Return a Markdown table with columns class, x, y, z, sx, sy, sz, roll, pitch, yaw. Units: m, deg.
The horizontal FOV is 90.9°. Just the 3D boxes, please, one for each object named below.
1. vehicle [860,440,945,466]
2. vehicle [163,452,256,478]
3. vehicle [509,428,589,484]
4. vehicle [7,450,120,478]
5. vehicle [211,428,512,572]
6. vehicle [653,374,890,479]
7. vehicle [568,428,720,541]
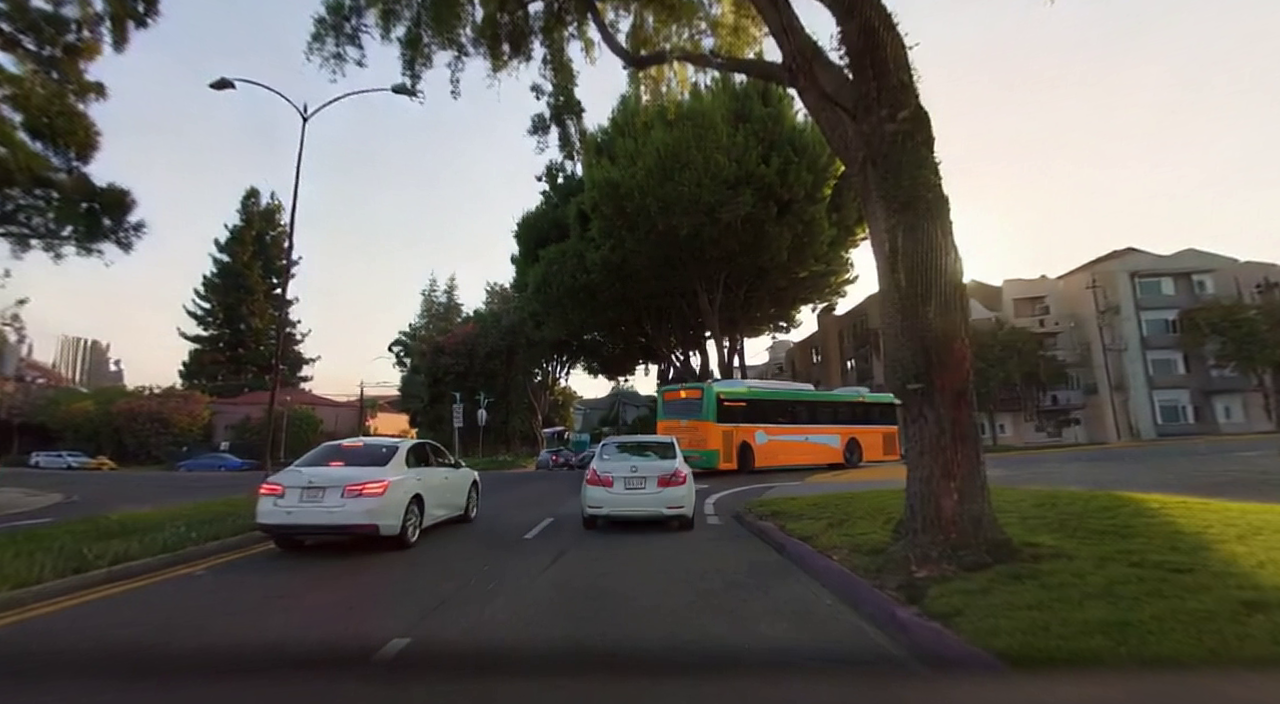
| class | x | y | z | sx | sy | sz | roll | pitch | yaw |
| --- | --- | --- | --- | --- | --- | --- | --- | --- | --- |
| vehicle | 15.630 | 6.020 | 37.577 | 4.422 | 1.457 | 1.882 | -6 | -10 | 29 |
| vehicle | -26.134 | 6.871 | 38.429 | 4.403 | 1.422 | 1.697 | 4 | -9 | -26 |
| vehicle | -3.077 | 3.650 | 22.392 | 2.017 | 1.761 | 4.572 | -1 | -8 | 2 |
| vehicle | -32.136 | 6.237 | 35.339 | 4.473 | 1.442 | 1.743 | 7 | -11 | -39 |
| vehicle | -3.404 | 1.885 | 8.920 | 1.953 | 1.480 | 4.522 | -1 | -8 | 4 |
| vehicle | 5.352 | 2.940 | 24.151 | 9.977 | 3.303 | 2.948 | 6 | -10 | -37 |
| vehicle | 0.091 | 2.055 | 10.368 | 2.020 | 1.478 | 3.922 | 0 | -8 | 1 |
